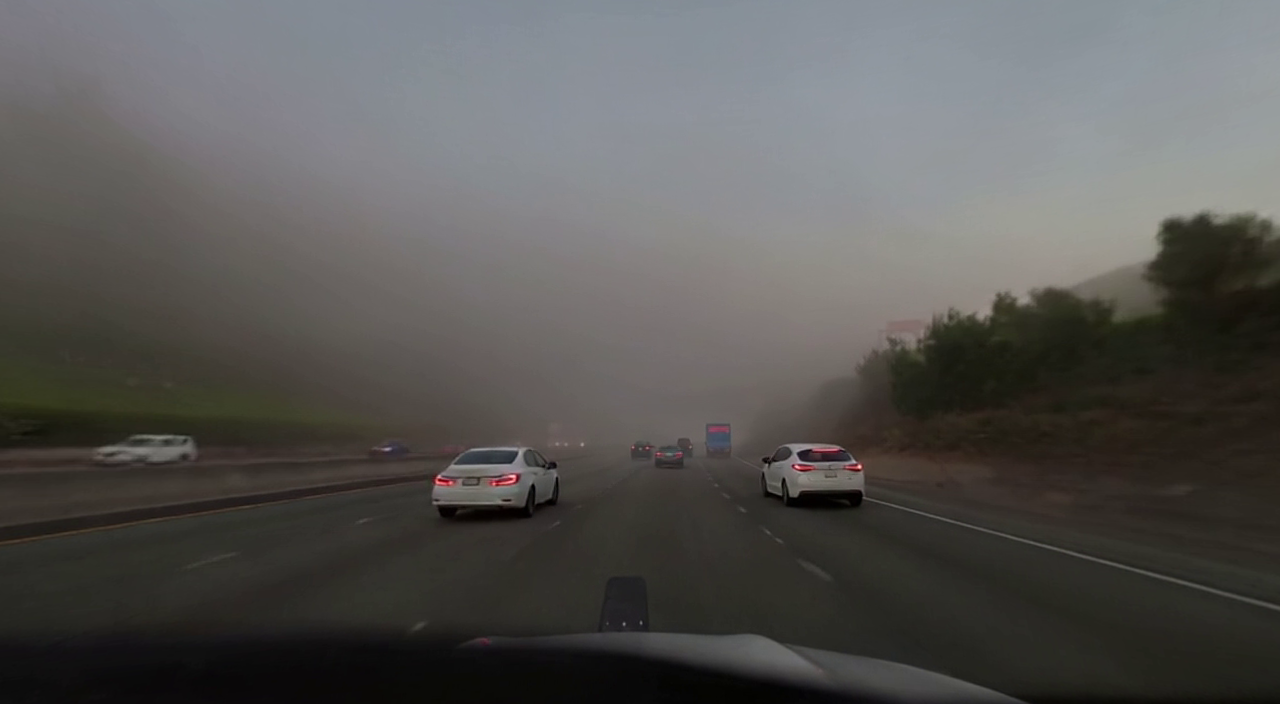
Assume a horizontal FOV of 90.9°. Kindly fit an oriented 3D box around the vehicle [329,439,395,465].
[{"bbox_3d":[-17.168,6.197,39.250,1.870,1.454,4.587,-1,-8,2],"label":"vehicle"}]

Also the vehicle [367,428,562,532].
[{"bbox_3d":[-2.855,2.218,11.604,2.031,1.491,4.792,-1,-8,2],"label":"vehicle"}]

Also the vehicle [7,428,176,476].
[{"bbox_3d":[-21.218,3.911,24.787,2.114,1.678,4.985,0,-8,1],"label":"vehicle"}]

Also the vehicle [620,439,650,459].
[{"bbox_3d":[-0.352,7.673,49.938,2.010,1.482,4.230,-1,-8,4],"label":"vehicle"}]

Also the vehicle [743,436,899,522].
[{"bbox_3d":[3.489,2.529,13.137,2.013,1.464,4.317,0,-8,1],"label":"vehicle"}]

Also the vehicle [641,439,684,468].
[{"bbox_3d":[1.277,5.462,34.061,2.202,1.467,3.929,-1,-8,4],"label":"vehicle"}]
